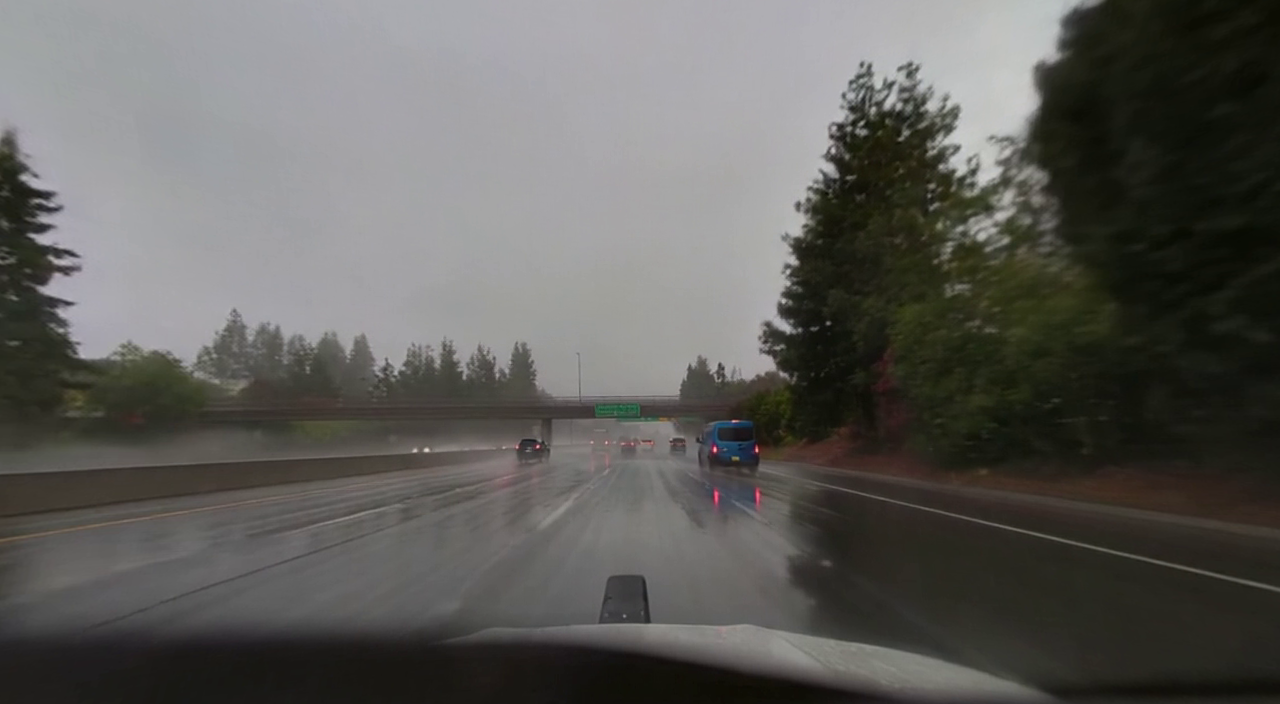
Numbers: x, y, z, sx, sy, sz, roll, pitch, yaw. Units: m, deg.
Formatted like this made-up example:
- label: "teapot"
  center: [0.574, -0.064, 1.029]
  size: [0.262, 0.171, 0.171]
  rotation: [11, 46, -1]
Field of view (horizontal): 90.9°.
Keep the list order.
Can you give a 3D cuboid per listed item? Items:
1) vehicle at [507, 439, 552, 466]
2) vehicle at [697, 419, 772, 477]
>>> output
- label: "vehicle"
  center: [-7.261, 6.630, 41.796]
  size: [2.068, 1.632, 4.623]
  rotation: [0, -8, 1]
- label: "vehicle"
  center: [3.932, 4.154, 27.393]
  size: [2.347, 2.234, 5.352]
  rotation: [0, -8, -1]
